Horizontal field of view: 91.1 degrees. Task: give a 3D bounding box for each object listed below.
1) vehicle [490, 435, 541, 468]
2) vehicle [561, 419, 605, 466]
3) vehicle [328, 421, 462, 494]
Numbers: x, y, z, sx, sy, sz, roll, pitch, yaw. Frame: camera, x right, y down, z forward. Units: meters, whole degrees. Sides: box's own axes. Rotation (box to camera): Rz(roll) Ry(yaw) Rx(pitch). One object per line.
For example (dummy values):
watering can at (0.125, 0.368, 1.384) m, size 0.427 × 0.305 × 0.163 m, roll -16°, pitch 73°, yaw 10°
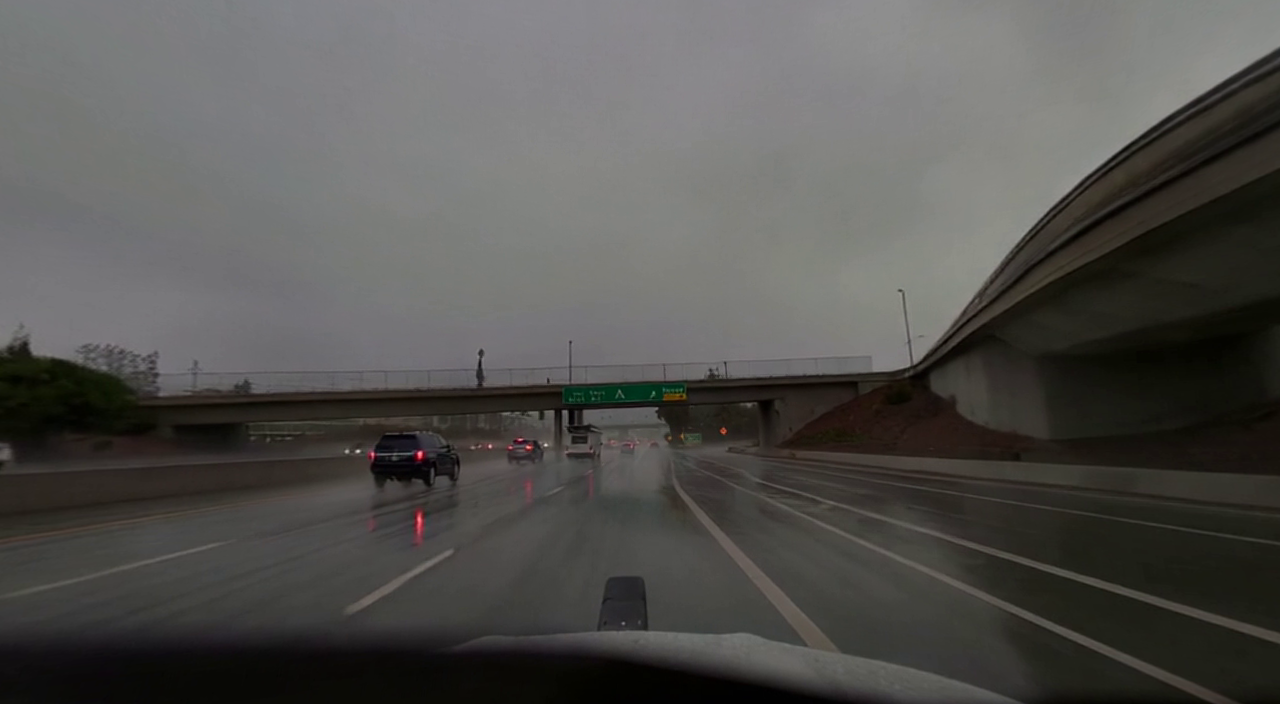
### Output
vehicle at (-7.328, 5.894, 37.323) m, size 2.109 × 1.784 × 4.709 m, roll 0°, pitch -8°, yaw -1°
vehicle at (-3.651, 5.954, 41.394) m, size 2.301 × 2.843 × 6.458 m, roll 0°, pitch -8°, yaw 0°
vehicle at (-7.281, 3.187, 19.326) m, size 2.179 × 1.948 × 4.618 m, roll 0°, pitch -8°, yaw 1°
